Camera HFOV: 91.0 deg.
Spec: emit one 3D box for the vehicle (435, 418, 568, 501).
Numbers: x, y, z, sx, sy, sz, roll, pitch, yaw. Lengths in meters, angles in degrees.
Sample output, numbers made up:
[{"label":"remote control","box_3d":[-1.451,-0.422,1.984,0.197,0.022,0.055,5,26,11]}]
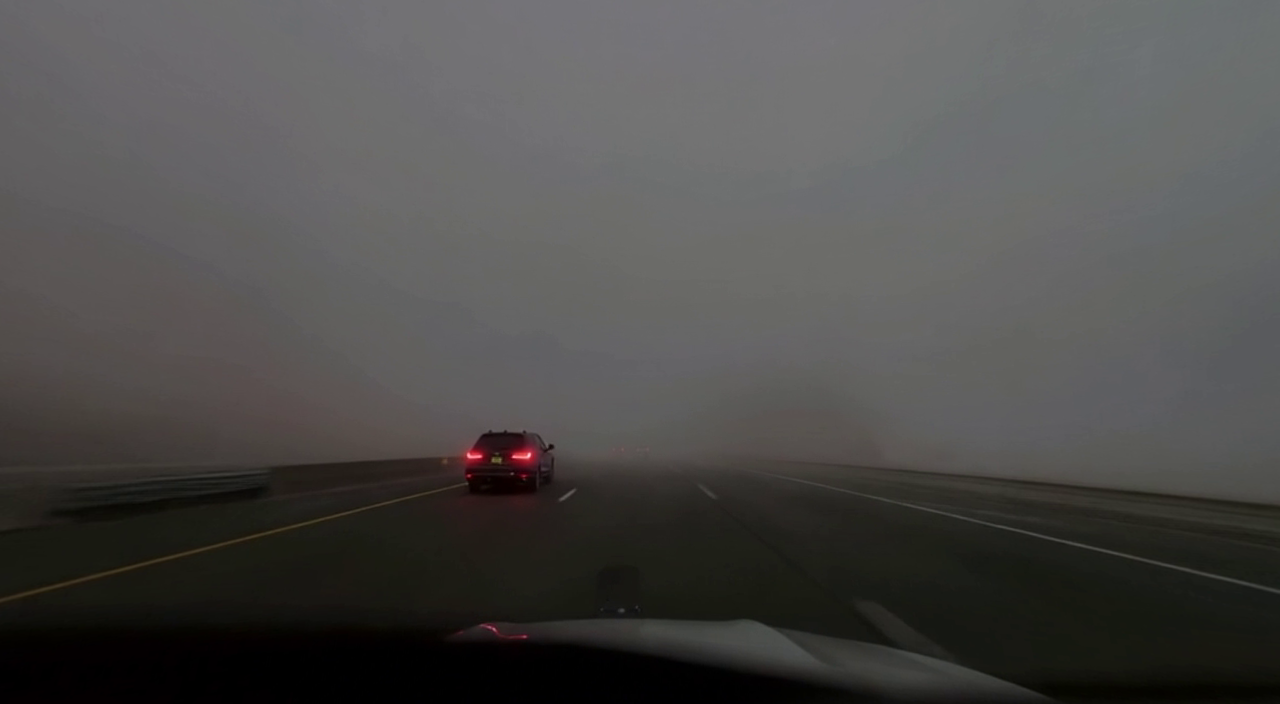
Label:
[{"label":"vehicle","box_3d":[-3.551,2.904,17.505,2.379,1.918,5.504,0,-8,1]}]
